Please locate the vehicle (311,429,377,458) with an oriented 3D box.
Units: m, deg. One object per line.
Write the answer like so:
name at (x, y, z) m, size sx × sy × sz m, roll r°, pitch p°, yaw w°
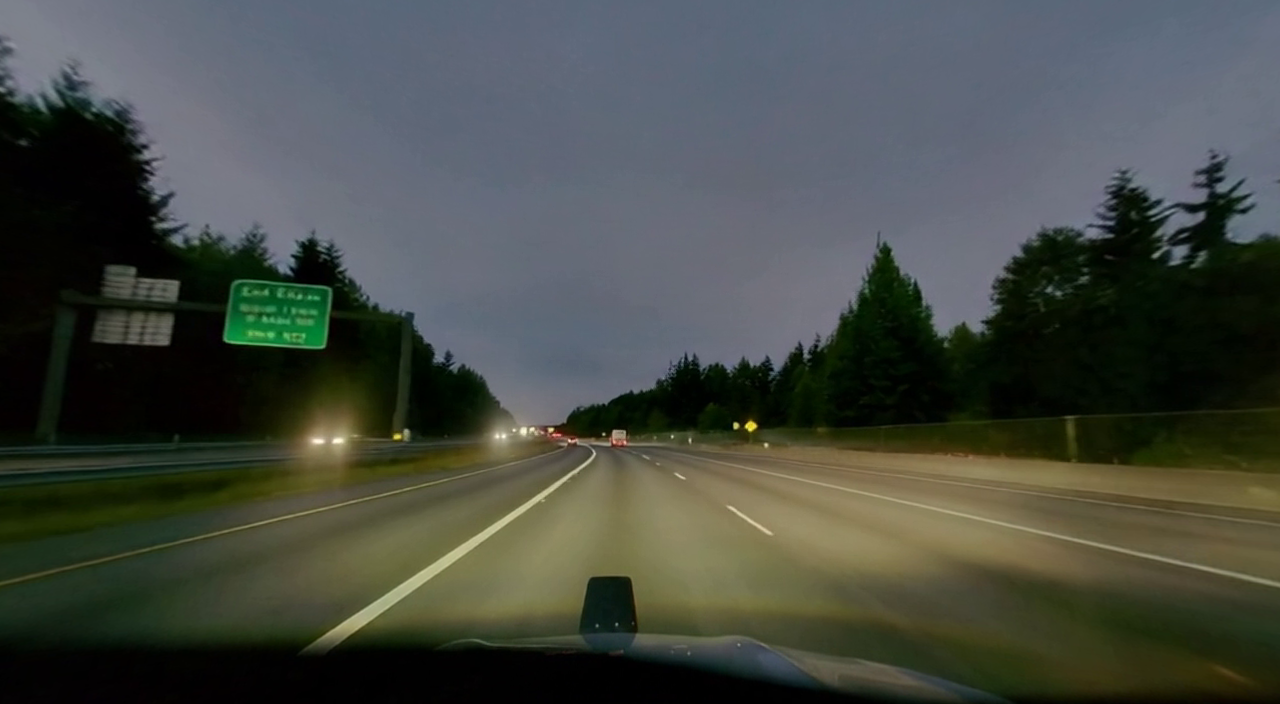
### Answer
vehicle at (-15.885, 4.929, 34.039) m, size 1.845 × 1.486 × 3.730 m, roll 0°, pitch -8°, yaw -3°
